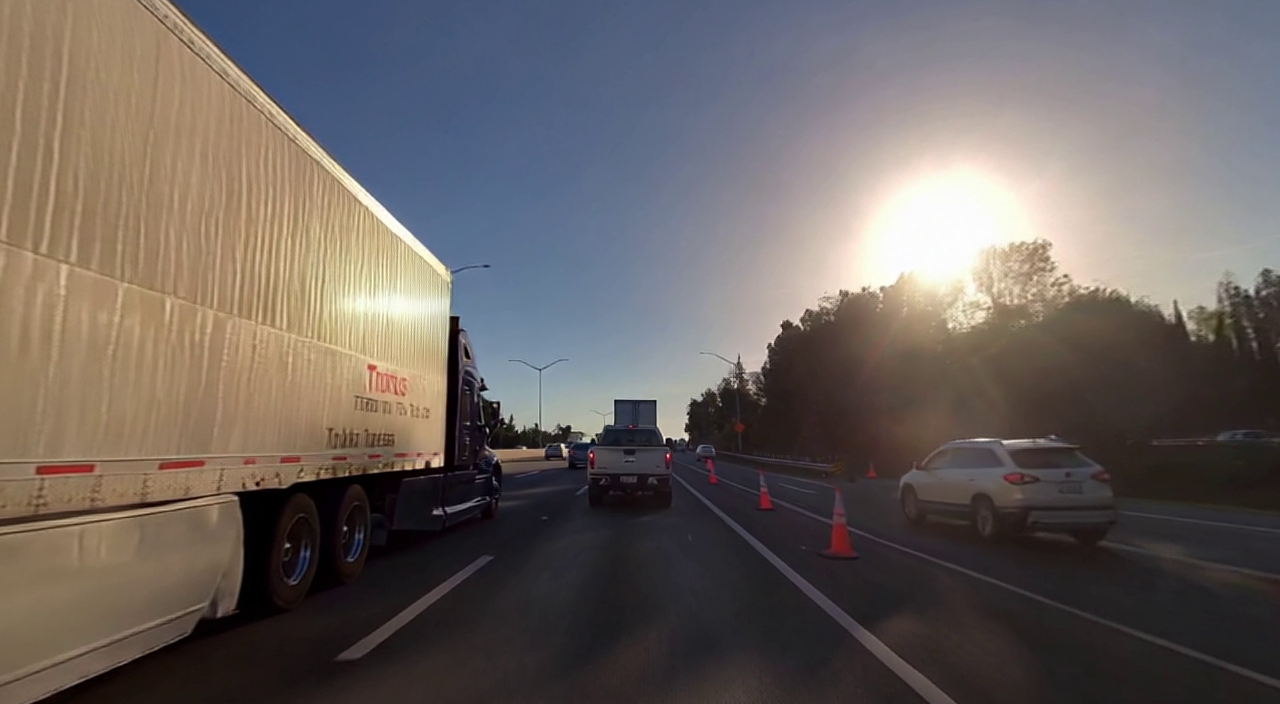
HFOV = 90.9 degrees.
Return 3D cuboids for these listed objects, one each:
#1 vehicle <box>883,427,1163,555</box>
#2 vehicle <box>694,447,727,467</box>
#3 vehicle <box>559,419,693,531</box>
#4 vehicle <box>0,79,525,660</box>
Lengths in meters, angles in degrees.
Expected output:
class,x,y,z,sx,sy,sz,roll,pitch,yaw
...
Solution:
class,x,y,z,sx,sy,sz,roll,pitch,yaw
vehicle,5.617,2.054,9.963,1.937,1.601,3.798,0,-9,-1
vehicle,5.342,7.998,48.274,1.918,1.479,4.571,0,-9,-1
vehicle,-0.263,2.281,12.187,2.152,1.779,3.924,0,-9,-1
vehicle,-3.780,0.605,8.267,2.990,3.885,8.243,0,-9,0
